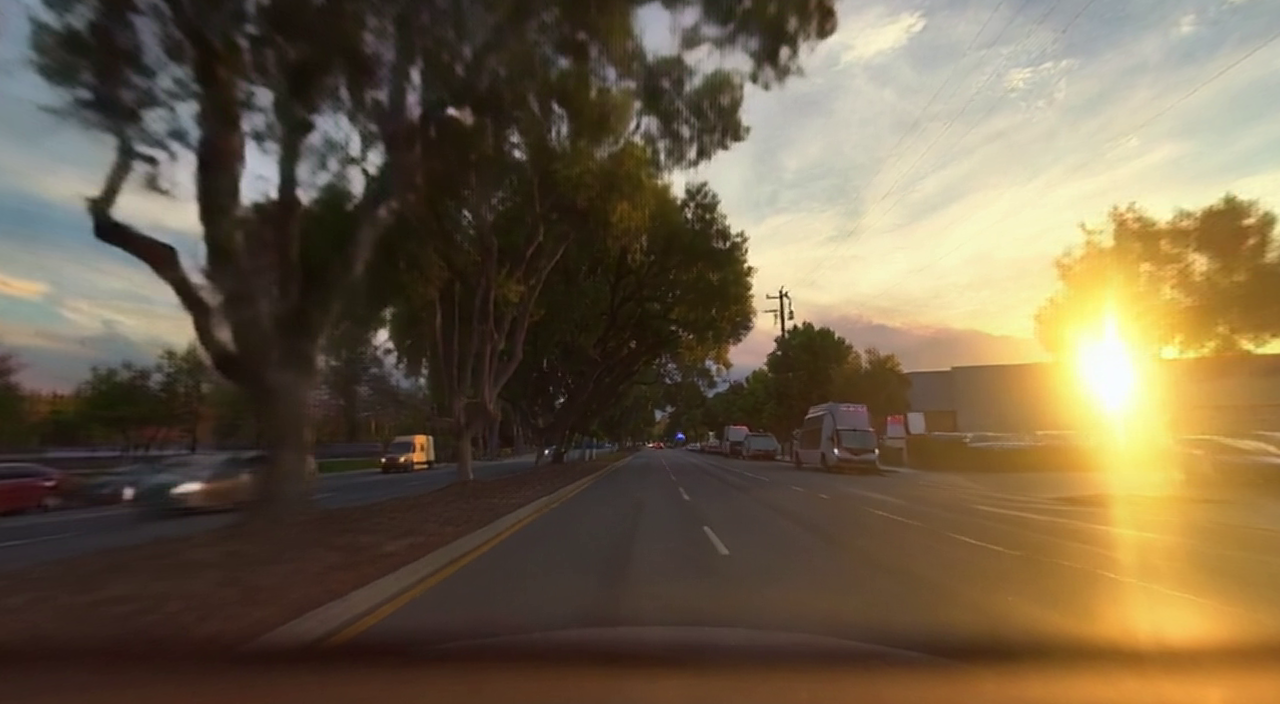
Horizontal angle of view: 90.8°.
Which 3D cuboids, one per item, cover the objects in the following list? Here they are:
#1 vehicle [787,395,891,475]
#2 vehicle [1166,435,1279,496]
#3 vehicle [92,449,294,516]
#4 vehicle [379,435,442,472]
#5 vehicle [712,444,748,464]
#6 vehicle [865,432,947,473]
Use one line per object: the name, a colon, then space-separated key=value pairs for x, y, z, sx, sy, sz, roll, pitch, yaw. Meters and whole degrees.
vehicle: x=10.477 y=4.583 z=34.462 sx=2.879 sy=3.765 sz=8.904 roll=0 pitch=-9 yaw=1
vehicle: x=19.714 y=3.451 z=19.409 sx=1.979 sy=1.787 sz=5.366 roll=1 pitch=-8 yaw=-8
vehicle: x=-11.130 y=3.248 z=16.224 sx=1.973 sy=1.442 sz=4.241 roll=-1 pitch=-9 yaw=2
vehicle: x=-17.009 y=7.550 z=47.231 sx=2.253 sy=2.554 sz=6.021 roll=-1 pitch=-8 yaw=1
vehicle: x=6.588 y=7.495 z=46.546 sx=1.972 sy=1.417 sz=4.239 roll=0 pitch=-9 yaw=0
vehicle: x=14.428 y=5.513 z=34.696 sx=2.203 sy=2.052 sz=5.314 roll=0 pitch=-9 yaw=0
